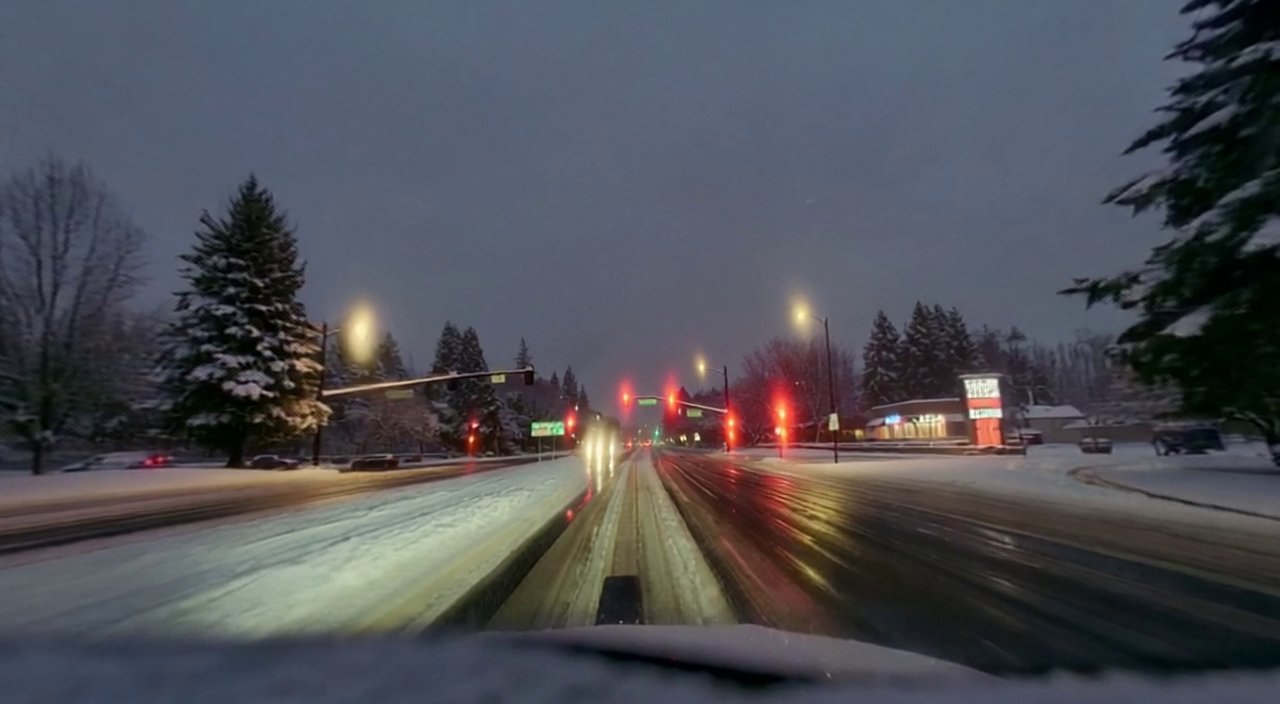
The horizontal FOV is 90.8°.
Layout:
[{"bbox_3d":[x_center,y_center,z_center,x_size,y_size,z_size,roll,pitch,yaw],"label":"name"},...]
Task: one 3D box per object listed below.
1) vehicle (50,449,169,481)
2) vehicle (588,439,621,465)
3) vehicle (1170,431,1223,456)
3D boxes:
[{"bbox_3d":[-31.637,6.718,37.999,2.099,1.731,5.736,0,-8,1],"label":"vehicle"},{"bbox_3d":[-2.424,6.667,42.405,1.990,1.639,3.885,1,-8,-6],"label":"vehicle"},{"bbox_3d":[36.946,6.063,41.890,4.405,1.525,1.901,7,-10,-40],"label":"vehicle"}]
